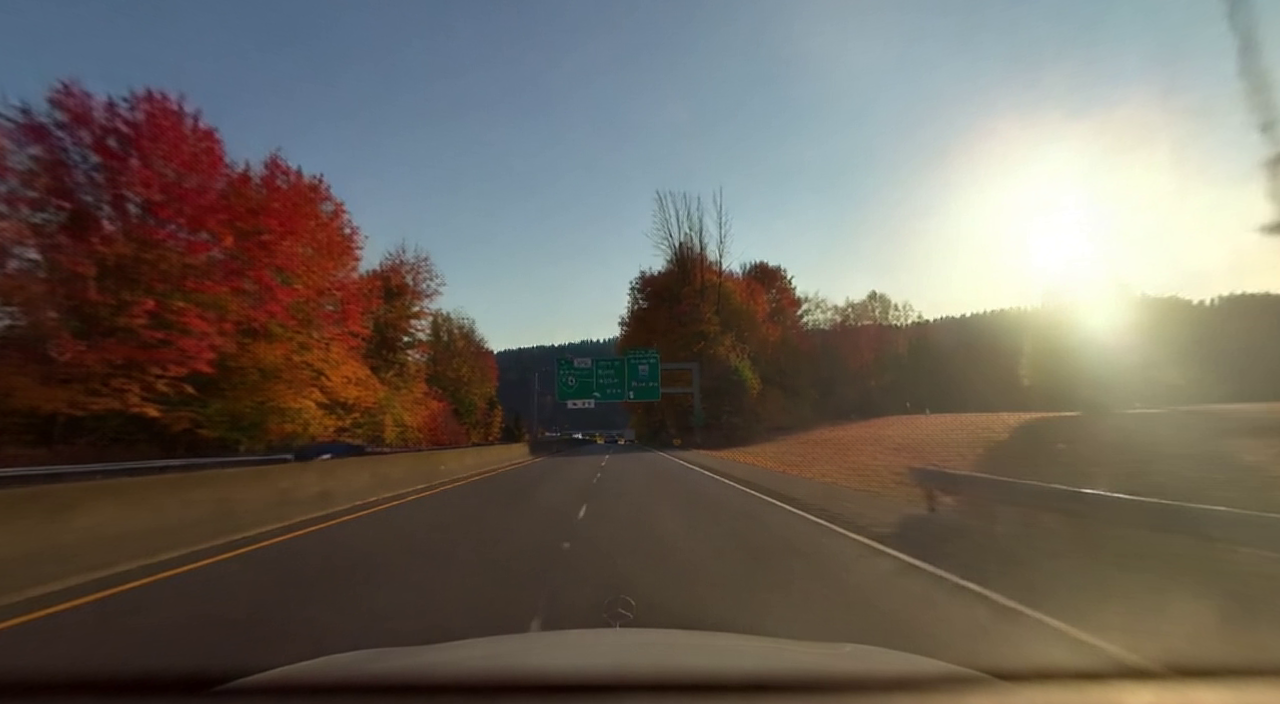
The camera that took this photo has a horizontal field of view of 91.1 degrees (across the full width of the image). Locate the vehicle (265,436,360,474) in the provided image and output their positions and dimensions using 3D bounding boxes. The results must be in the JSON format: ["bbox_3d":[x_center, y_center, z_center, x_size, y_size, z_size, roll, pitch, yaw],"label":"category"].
[{"bbox_3d":[-14.263,4.485,27.701,1.872,1.513,4.459,0,-8,-2],"label":"vehicle"}]
